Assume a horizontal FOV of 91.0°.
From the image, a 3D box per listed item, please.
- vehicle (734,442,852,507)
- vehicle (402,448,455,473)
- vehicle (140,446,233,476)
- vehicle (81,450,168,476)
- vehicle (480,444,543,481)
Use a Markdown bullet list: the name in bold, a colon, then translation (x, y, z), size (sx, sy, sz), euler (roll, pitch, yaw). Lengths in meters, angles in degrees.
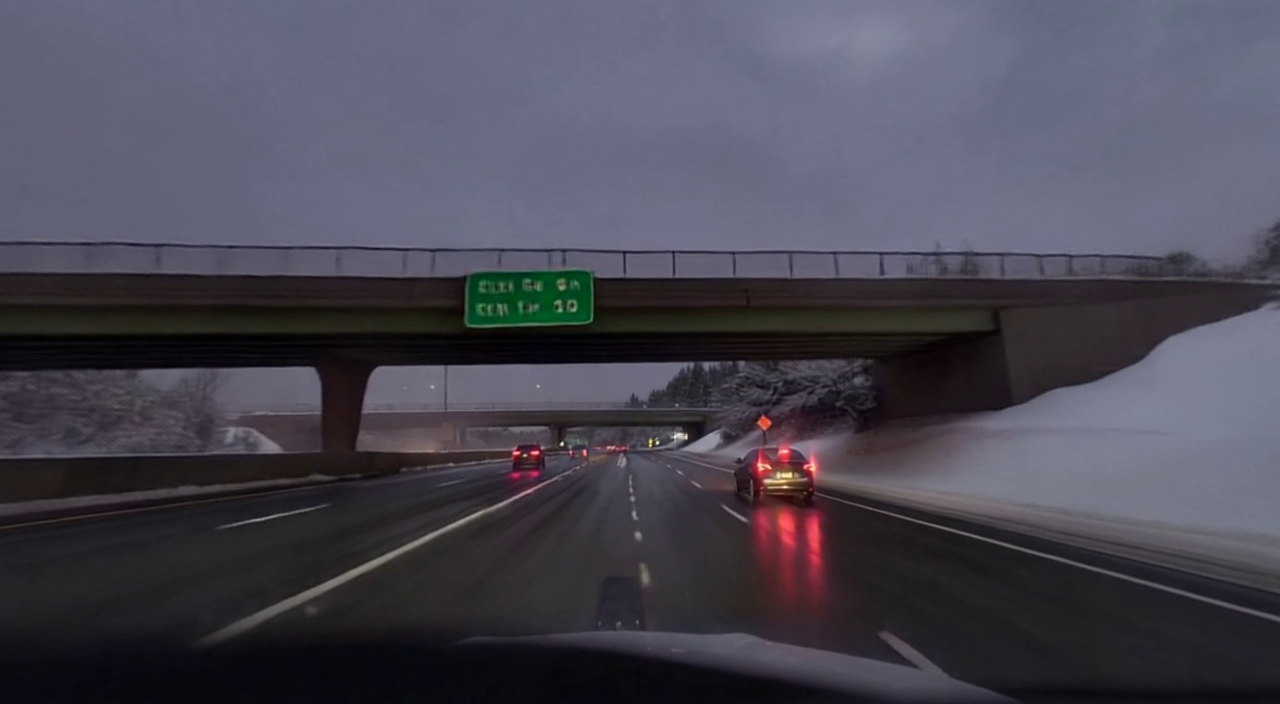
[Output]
- **vehicle**: translation (3.968, 3.255, 17.183), size (2.079, 1.535, 4.316), euler (0, -9, -1)
- **vehicle**: translation (-13.923, 7.146, 41.759), size (1.919, 1.497, 4.765), euler (0, -9, -2)
- **vehicle**: translation (-26.454, 6.360, 36.967), size (1.945, 1.649, 4.775), euler (0, -9, -1)
- **vehicle**: translation (-34.149, 7.352, 41.902), size (1.925, 1.594, 4.618), euler (0, -9, -1)
- **vehicle**: translation (-5.930, 5.162, 29.697), size (2.072, 1.545, 4.687), euler (0, -9, -2)
